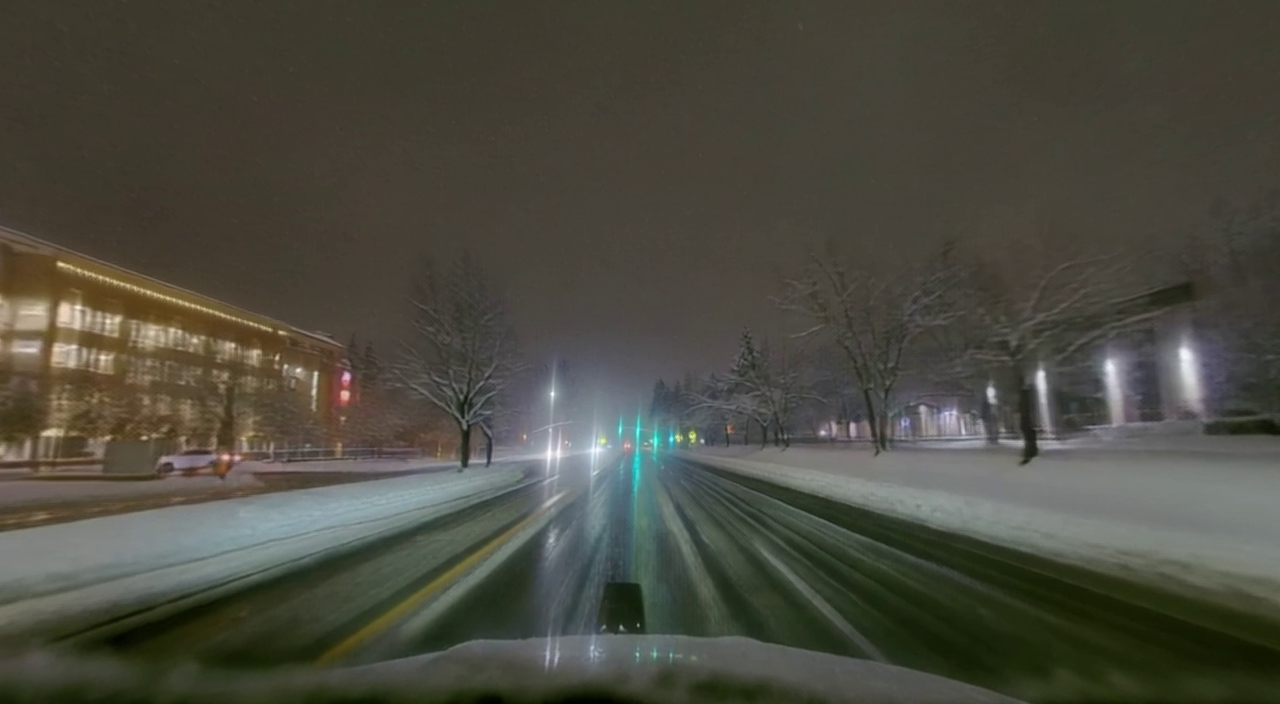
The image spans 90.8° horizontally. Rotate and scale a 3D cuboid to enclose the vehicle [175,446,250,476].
[{"bbox_3d":[-28.342,7.205,42.049,1.987,1.872,4.150,0,-8,0],"label":"vehicle"}]
